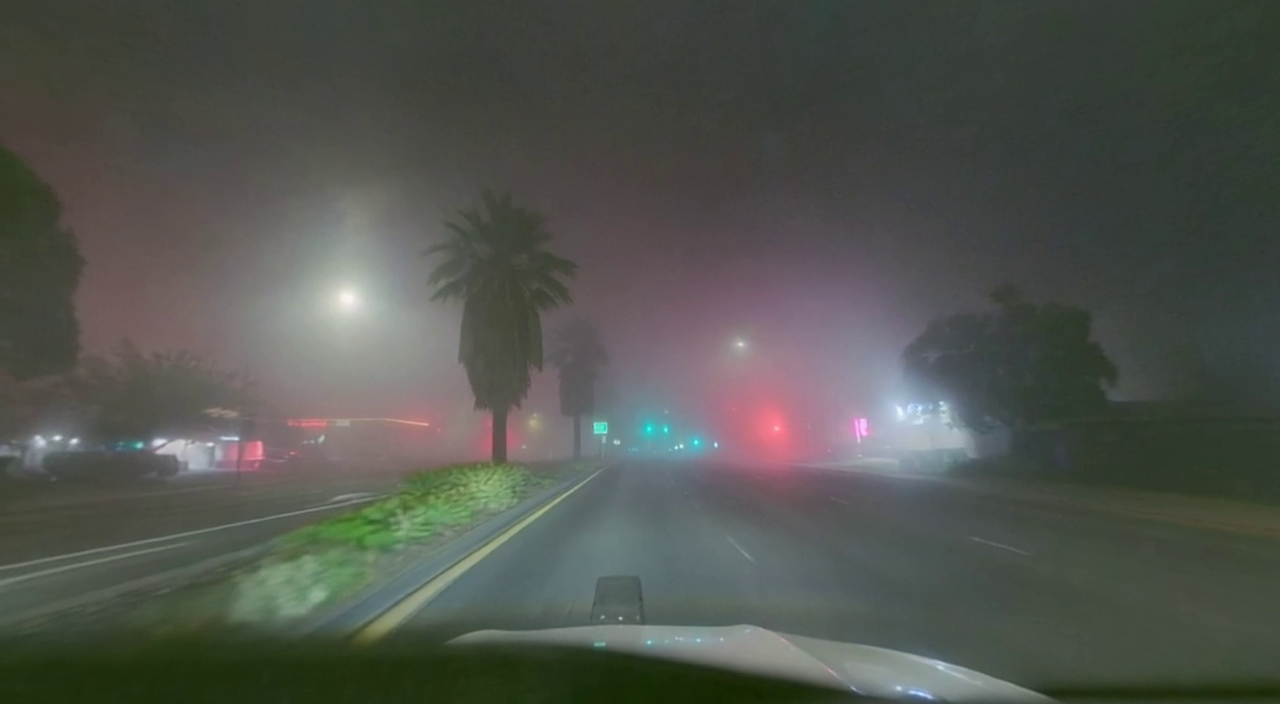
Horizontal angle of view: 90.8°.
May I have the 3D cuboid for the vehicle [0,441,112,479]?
[{"bbox_3d":[-31.816,5.751,33.777,5.196,1.936,2.247,-1,-9,3],"label":"vehicle"}]
